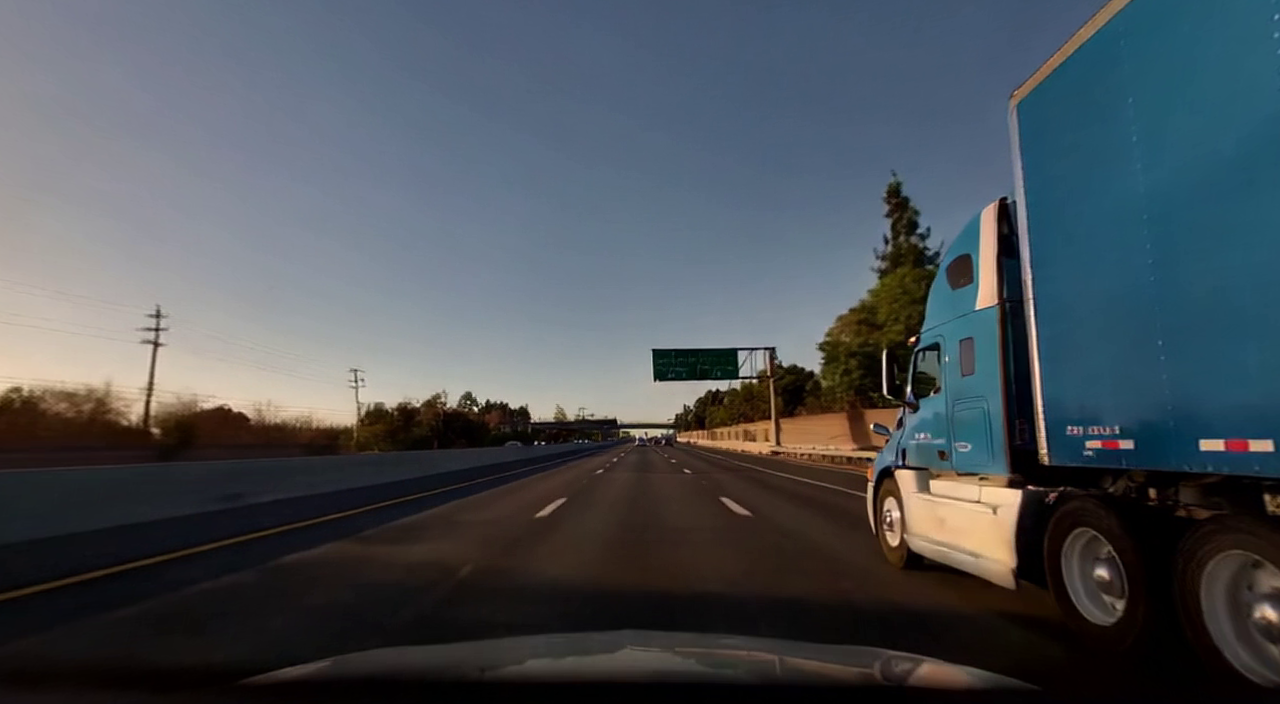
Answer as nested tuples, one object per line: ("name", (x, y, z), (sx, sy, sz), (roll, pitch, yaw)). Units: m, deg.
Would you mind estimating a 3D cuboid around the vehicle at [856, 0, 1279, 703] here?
("vehicle", (3.836, -0.268, 1.988), (3.012, 3.768, 8.945), (0, -8, 0))
